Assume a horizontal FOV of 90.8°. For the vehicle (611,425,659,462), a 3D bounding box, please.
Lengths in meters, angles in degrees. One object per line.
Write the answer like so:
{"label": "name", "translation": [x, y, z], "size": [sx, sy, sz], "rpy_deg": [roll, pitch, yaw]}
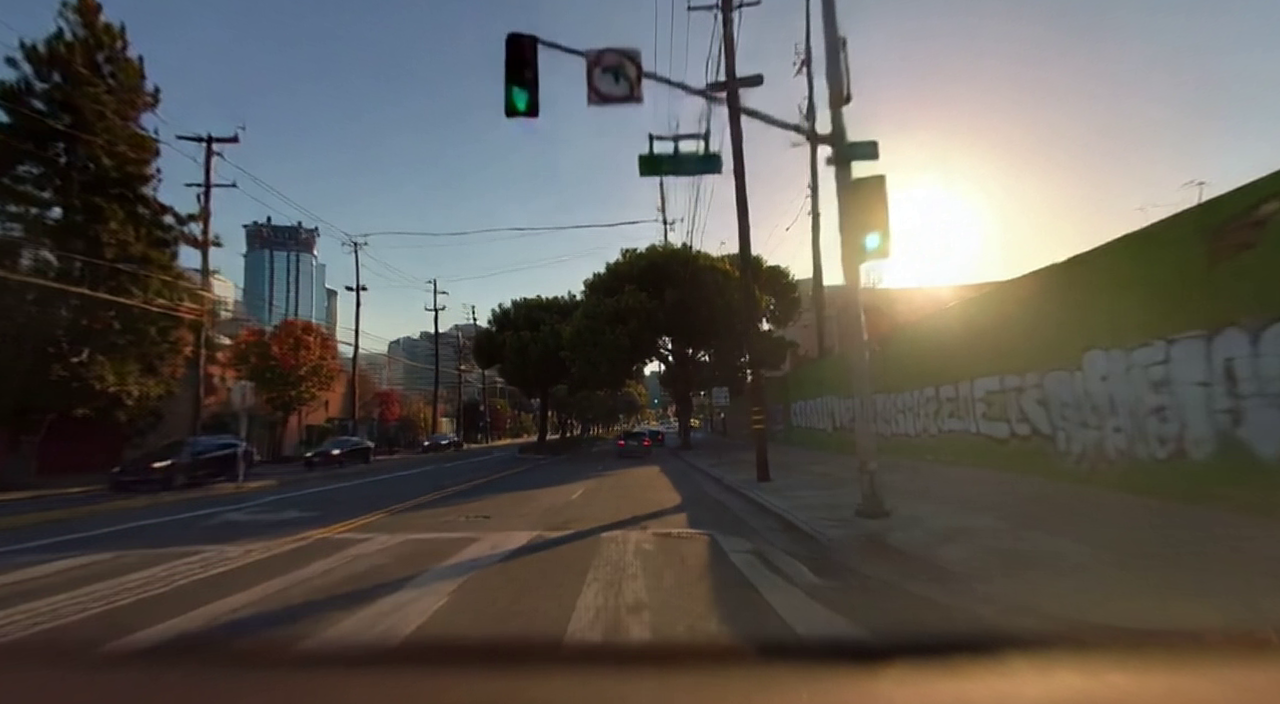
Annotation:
{"label": "vehicle", "translation": [-0.228, 4.311, 29.831], "size": [2.105, 1.611, 3.750], "rpy_deg": [0, -8, 0]}

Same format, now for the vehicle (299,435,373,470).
{"label": "vehicle", "translation": [-15.839, 5.242, 33.173], "size": [1.841, 1.658, 3.953], "rpy_deg": [0, -8, 1]}

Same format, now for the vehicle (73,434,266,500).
{"label": "vehicle", "translation": [-12.867, 3.129, 17.726], "size": [1.992, 1.585, 4.375], "rpy_deg": [0, -8, 1]}
